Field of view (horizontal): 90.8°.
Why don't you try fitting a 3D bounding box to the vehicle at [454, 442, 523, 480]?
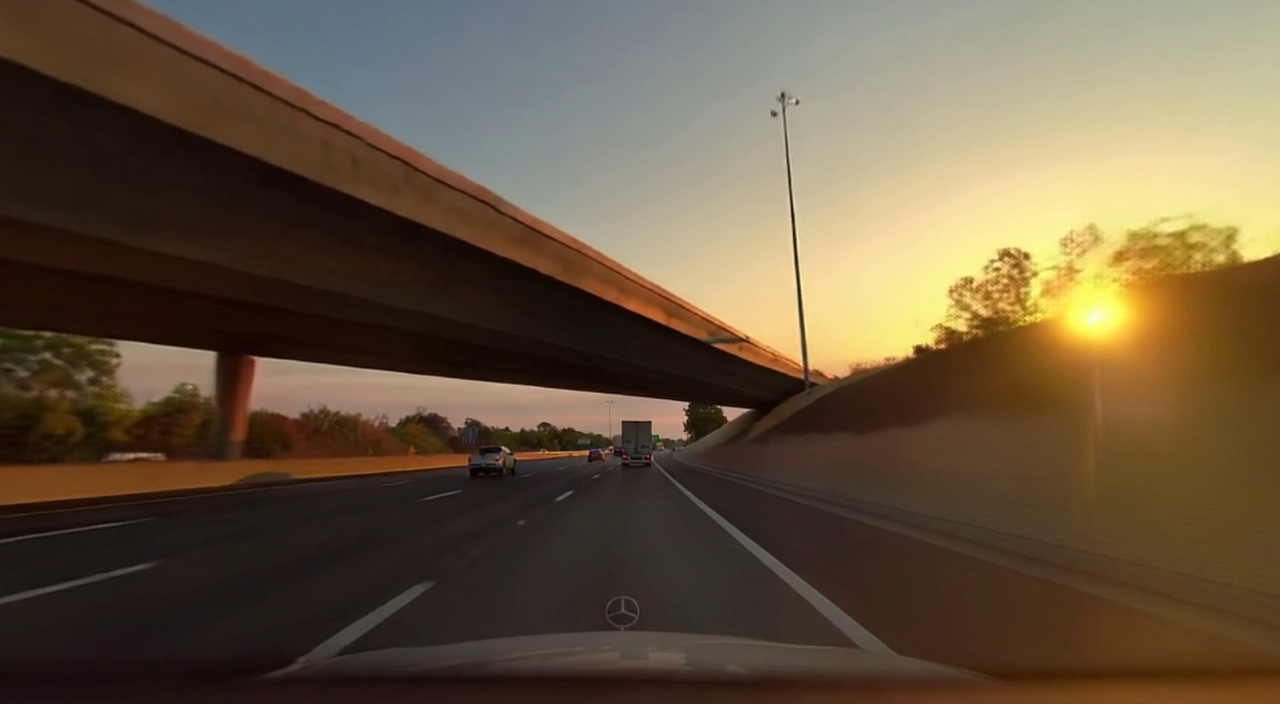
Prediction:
[{"bbox_3d":[-7.167,5.221,30.420,2.067,1.676,4.789,0,-9,1],"label":"vehicle"}]
